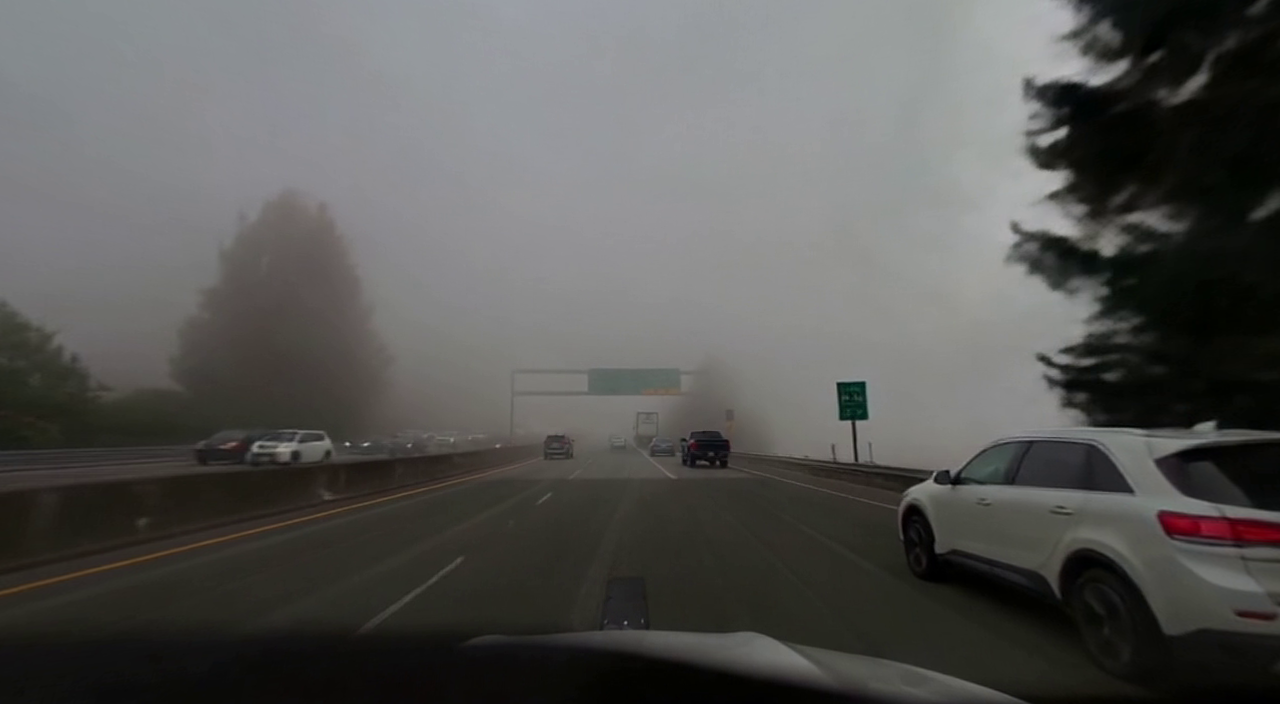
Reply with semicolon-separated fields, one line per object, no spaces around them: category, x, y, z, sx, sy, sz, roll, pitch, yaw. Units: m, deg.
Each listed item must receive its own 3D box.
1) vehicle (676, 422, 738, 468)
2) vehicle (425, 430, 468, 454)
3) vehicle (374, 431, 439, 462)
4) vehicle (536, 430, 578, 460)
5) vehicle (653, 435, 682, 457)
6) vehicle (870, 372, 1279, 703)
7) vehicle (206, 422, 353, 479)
vehicle;3.064;4.398;29.915;2.207;1.937;5.610;0;-8;-1
vehicle;-11.836;5.544;38.714;1.610;1.420;3.445;0;-8;-1
vehicle;-11.484;4.661;31.205;1.727;1.433;3.940;0;-8;-1
vehicle;-4.966;5.654;38.233;2.058;1.689;4.315;0;-8;-1
vehicle;1.916;6.671;44.717;1.844;1.462;3.736;0;-8;-1
vehicle;3.528;1.111;4.408;2.127;1.497;4.445;0;-8;0
vehicle;-10.849;3.000;19.366;1.948;1.538;4.322;0;-8;0
